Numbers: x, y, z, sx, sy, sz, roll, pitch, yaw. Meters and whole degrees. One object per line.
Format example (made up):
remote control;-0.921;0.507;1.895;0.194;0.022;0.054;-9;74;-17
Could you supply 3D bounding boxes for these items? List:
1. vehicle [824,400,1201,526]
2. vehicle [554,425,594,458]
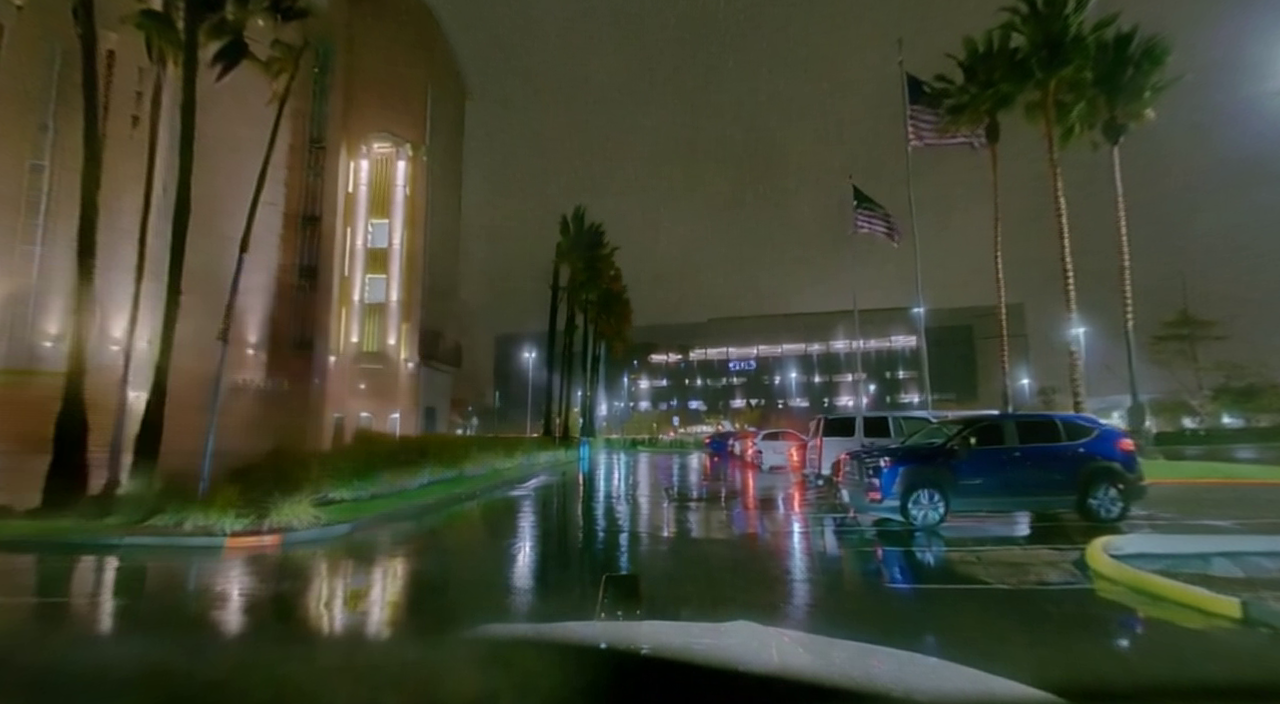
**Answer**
vehicle;5.456;1.683;9.806;4.567;1.723;1.926;0;-8;3
vehicle;-4.520;6.216;43.972;1.943;1.890;4.472;2;-4;4
